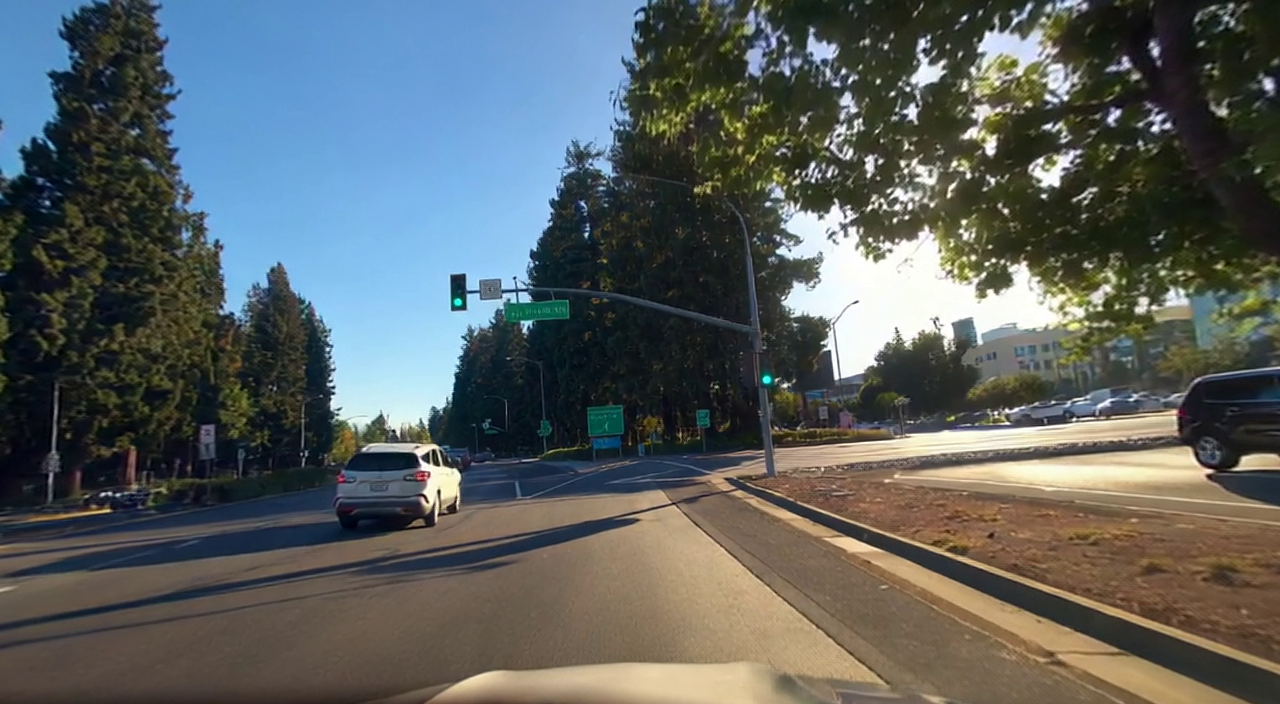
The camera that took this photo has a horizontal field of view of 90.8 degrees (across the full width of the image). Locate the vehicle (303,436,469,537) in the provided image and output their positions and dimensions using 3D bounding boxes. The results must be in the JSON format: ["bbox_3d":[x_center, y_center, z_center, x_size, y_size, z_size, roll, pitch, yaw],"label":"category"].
[{"bbox_3d":[-4.992,2.666,13.236,2.134,1.707,4.471,1,-9,-8],"label":"vehicle"}]

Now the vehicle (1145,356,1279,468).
[{"bbox_3d":[10.607,0.916,9.933,1.855,1.669,4.529,-5,-9,6],"label":"vehicle"}]
